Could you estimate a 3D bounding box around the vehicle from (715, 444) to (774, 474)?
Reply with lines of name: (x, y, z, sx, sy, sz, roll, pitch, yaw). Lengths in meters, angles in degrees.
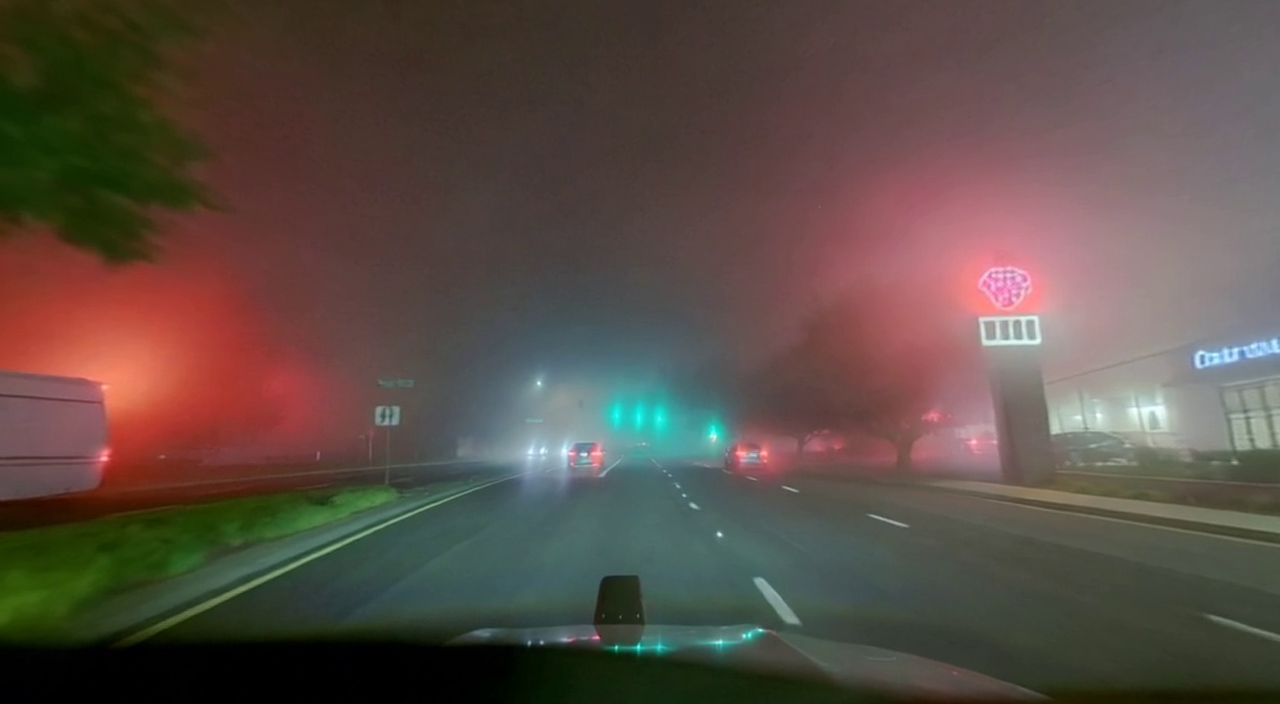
vehicle: (5.529, 5.714, 34.093, 2.075, 1.475, 4.571, 1, -8, -4)

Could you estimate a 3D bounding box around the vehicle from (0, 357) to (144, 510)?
vehicle: (-19.203, 1.705, 13.803, 3.133, 4.167, 16.699, 0, -8, 0)

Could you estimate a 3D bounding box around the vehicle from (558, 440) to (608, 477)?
vehicle: (-2.564, 4.843, 29.140, 2.072, 1.545, 4.578, 1, -8, -3)
